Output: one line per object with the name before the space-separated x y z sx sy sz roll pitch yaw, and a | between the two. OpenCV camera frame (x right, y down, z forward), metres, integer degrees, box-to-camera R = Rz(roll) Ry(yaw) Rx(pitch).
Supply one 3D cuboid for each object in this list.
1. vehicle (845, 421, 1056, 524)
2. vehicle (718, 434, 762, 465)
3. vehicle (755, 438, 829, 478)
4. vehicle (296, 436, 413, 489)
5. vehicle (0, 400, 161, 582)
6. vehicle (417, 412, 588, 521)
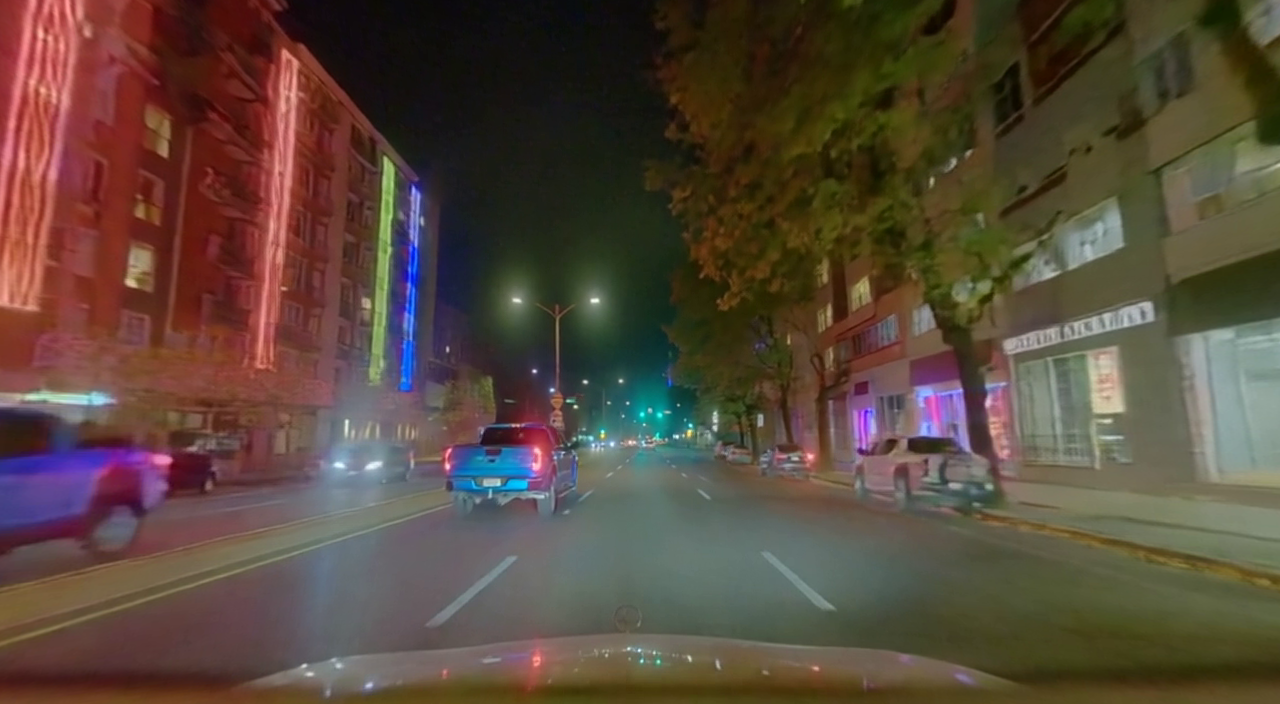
vehicle | 6.034 2.386 13.054 2.018 1.743 4.529 0 -8 0
vehicle | 6.241 6.147 39.822 2.043 1.841 4.842 0 -8 1
vehicle | 6.247 4.393 26.378 1.988 1.514 3.962 0 -8 -2
vehicle | -10.169 3.967 22.960 2.110 1.714 4.500 0 -8 0
vehicle | -7.359 1.335 5.965 2.087 1.779 4.456 0 -8 0
vehicle | -2.505 2.303 13.194 2.197 1.786 5.365 -1 -8 2
